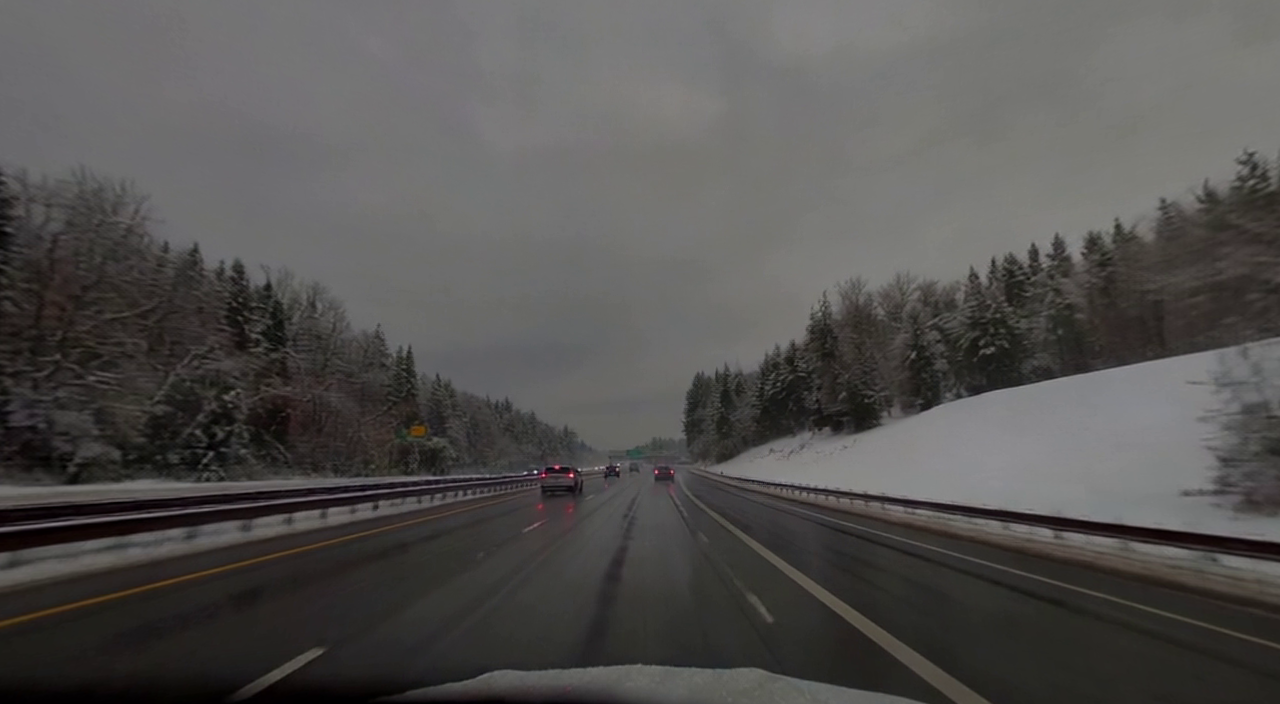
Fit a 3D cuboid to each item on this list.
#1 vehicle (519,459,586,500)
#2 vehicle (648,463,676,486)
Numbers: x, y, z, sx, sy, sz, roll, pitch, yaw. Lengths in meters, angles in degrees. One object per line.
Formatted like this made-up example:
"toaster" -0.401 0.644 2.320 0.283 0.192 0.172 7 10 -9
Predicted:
"vehicle" -3.671 5.468 27.286 2.063 1.556 4.740 1 -10 1
"vehicle" 1.619 9.108 46.814 2.000 1.594 3.996 1 -10 2
